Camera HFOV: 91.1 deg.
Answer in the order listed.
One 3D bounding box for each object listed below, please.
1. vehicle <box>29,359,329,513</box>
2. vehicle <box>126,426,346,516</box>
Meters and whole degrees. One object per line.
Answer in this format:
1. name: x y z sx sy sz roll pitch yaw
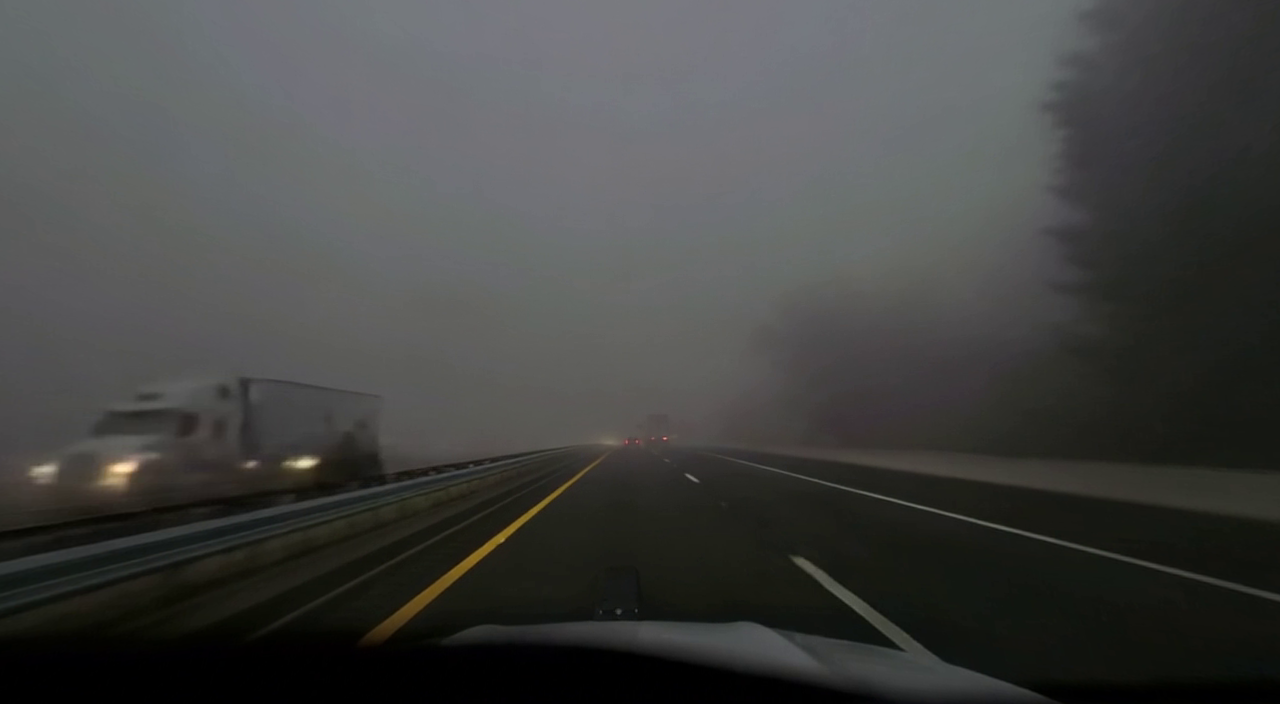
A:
1. vehicle: -13.105 2.536 19.398 2.653 3.576 8.959 -1 -7 -1
2. vehicle: -8.925 2.618 14.531 2.058 1.735 4.603 0 -8 -1
